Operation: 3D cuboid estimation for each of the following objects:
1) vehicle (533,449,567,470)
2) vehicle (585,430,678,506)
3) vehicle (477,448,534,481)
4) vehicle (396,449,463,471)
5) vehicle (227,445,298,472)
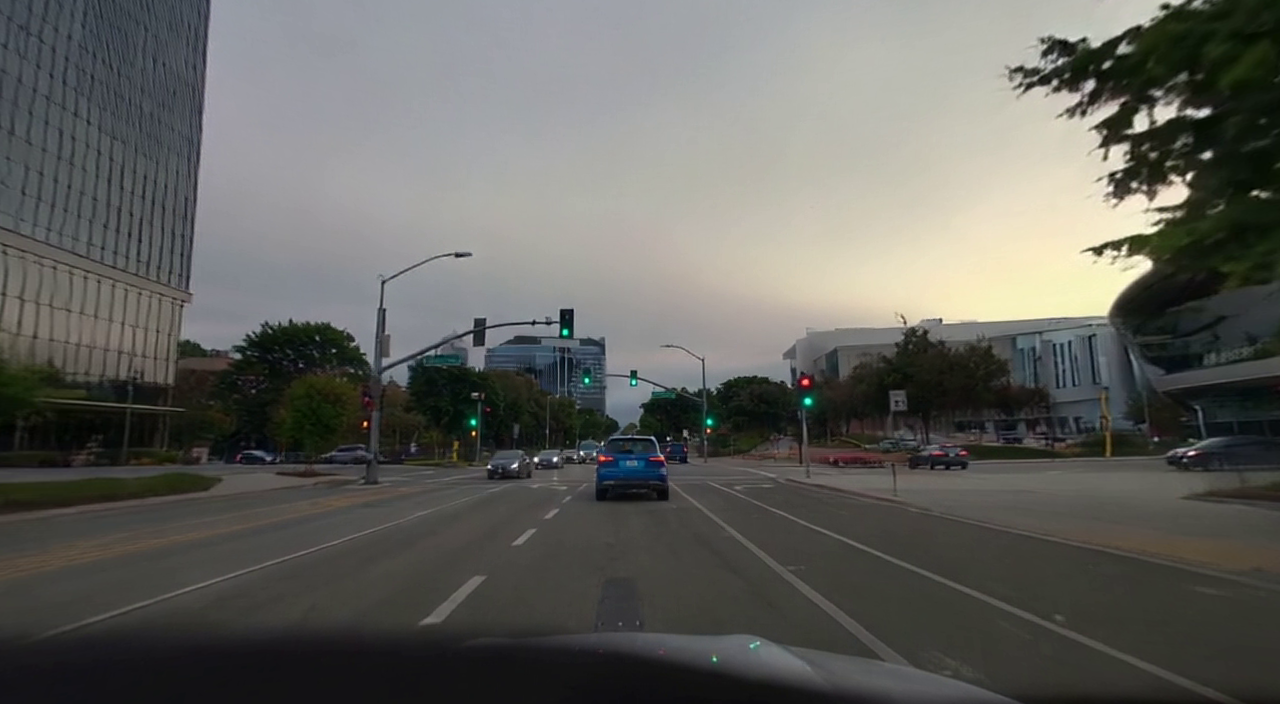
[{"bbox_3d":[-6.910,8.310,48.997,1.934,1.476,4.457,0,-8,1],"label":"vehicle"},{"bbox_3d":[-0.265,3.047,17.042,2.183,1.765,4.059,0,-8,-2],"label":"vehicle"},{"bbox_3d":[-6.588,5.546,31.347,1.908,1.475,4.337,0,-8,0],"label":"vehicle"},{"bbox_3d":[-16.619,8.512,49.946,4.588,1.582,1.980,6,-11,-33],"label":"vehicle"},{"bbox_3d":[-26.655,7.494,44.566,4.393,1.730,2.151,-5,-9,26],"label":"vehicle"}]
